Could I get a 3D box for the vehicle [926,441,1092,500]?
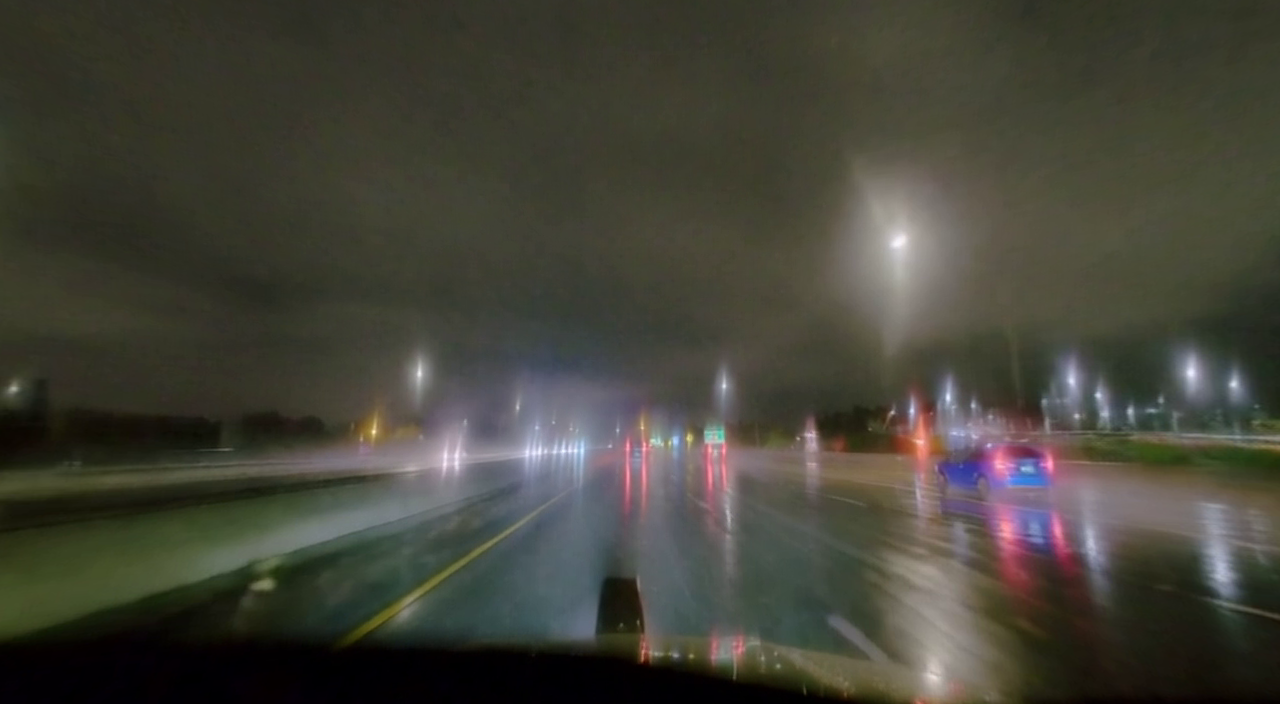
[{"bbox_3d":[10.655,3.404,18.797,2.024,1.481,4.747,1,-8,-1],"label":"vehicle"}]
